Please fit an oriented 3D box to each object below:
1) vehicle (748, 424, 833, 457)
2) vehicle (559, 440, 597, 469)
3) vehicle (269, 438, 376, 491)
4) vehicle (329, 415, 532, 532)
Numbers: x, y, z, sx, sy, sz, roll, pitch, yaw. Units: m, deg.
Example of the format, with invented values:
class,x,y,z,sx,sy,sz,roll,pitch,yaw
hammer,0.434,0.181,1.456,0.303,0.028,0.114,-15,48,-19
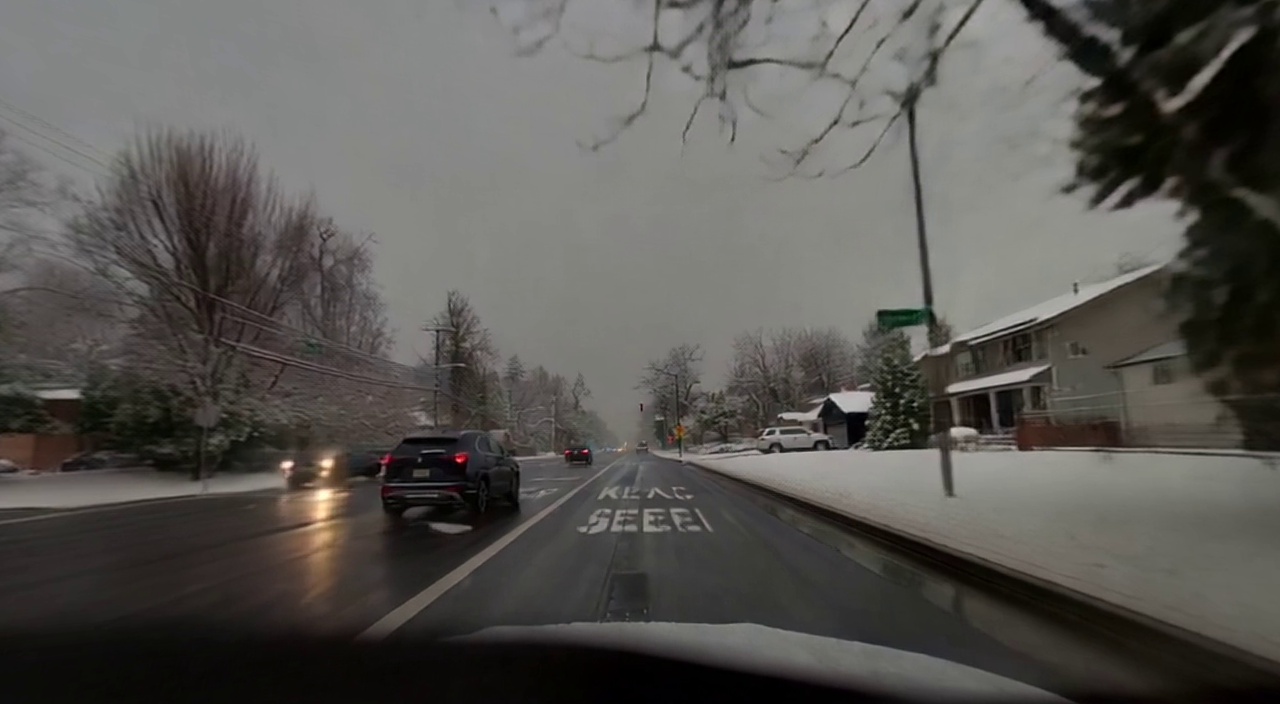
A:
class,x,y,z,sx,sy,sz,roll,pitch,yaw
vehicle,9.674,5.701,40.678,4.944,2.023,1.973,0,-8,-1
vehicle,-3.428,5.764,35.436,1.802,1.528,3.490,0,-8,0
vehicle,-12.162,4.315,24.513,1.968,1.799,4.377,-2,-8,-2
vehicle,-3.586,2.183,11.900,2.190,1.766,4.394,0,-8,2
